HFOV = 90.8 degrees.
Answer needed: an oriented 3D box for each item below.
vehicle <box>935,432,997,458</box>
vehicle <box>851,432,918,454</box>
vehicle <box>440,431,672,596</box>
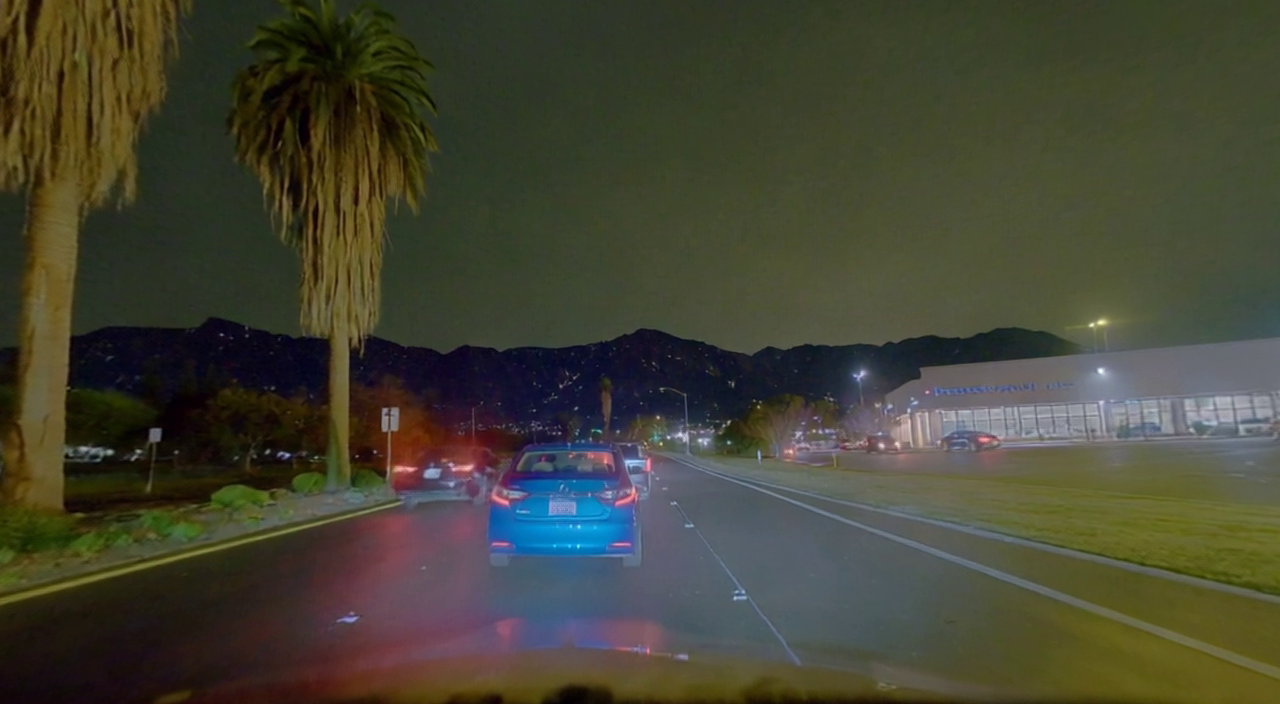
[{"bbox_3d":[20.665,5.904,39.948,4.640,1.526,1.961,8,-12,-43],"label":"vehicle"},{"bbox_3d":[19.214,7.197,49.806,1.925,1.652,4.490,6,-10,-34],"label":"vehicle"},{"bbox_3d":[-0.824,1.737,7.680,2.067,1.459,3.886,0,-8,-2],"label":"vehicle"}]
